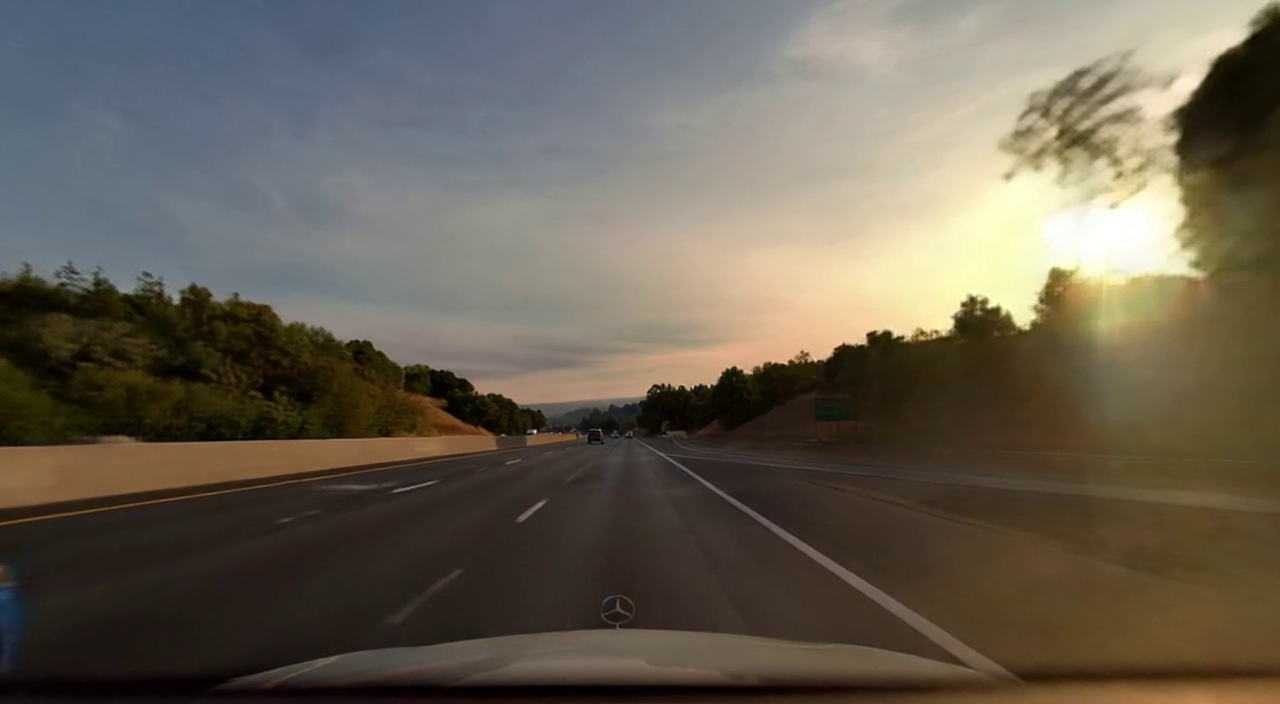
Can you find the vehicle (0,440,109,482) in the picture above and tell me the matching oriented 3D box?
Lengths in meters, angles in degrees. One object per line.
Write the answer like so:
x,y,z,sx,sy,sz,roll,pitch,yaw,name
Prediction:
-22.584,4.030,23.707,1.782,1.427,3.949,0,-8,0,vehicle
